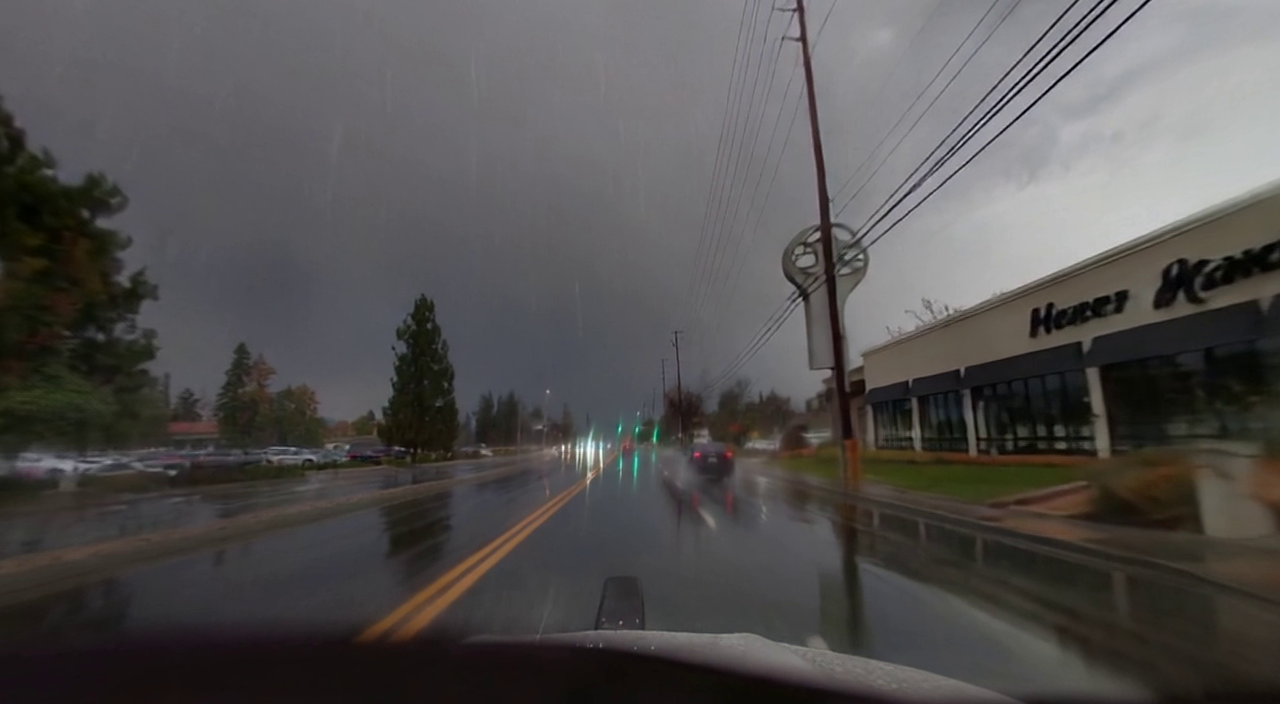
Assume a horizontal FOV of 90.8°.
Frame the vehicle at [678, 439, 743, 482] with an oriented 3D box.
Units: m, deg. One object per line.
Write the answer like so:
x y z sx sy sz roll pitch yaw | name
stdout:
2.612 4.107 24.190 1.975 1.497 3.647 0 -9 -1 | vehicle
